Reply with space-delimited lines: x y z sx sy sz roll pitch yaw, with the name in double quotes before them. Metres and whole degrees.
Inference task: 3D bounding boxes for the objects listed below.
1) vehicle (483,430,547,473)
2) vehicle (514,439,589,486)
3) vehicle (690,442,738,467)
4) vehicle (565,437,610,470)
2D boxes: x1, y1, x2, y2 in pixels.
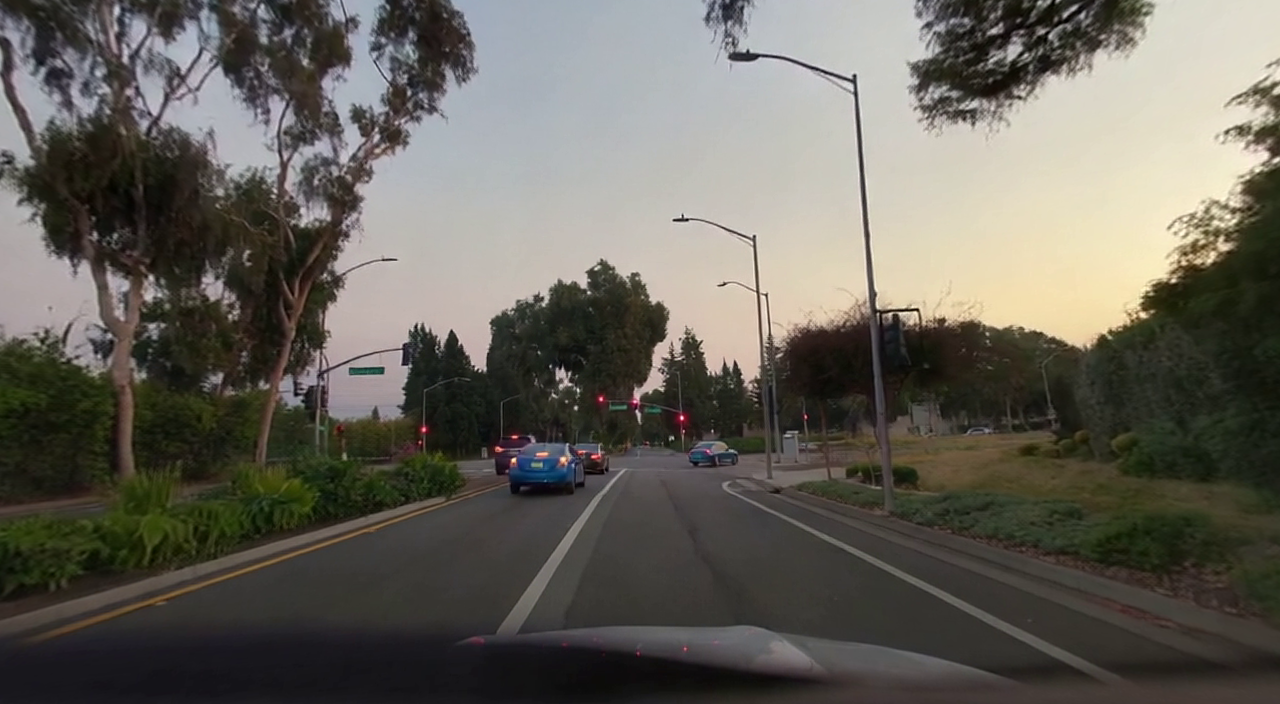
"vehicle" -6.268 5.073 32.348 2.390 2.020 5.085 0 -9 -2
"vehicle" -2.974 3.834 22.145 1.979 1.492 3.930 0 -9 1
"vehicle" 4.507 6.136 38.055 1.945 1.410 4.284 -3 -9 19
"vehicle" -2.789 5.546 34.667 2.055 1.679 4.155 0 -9 1
